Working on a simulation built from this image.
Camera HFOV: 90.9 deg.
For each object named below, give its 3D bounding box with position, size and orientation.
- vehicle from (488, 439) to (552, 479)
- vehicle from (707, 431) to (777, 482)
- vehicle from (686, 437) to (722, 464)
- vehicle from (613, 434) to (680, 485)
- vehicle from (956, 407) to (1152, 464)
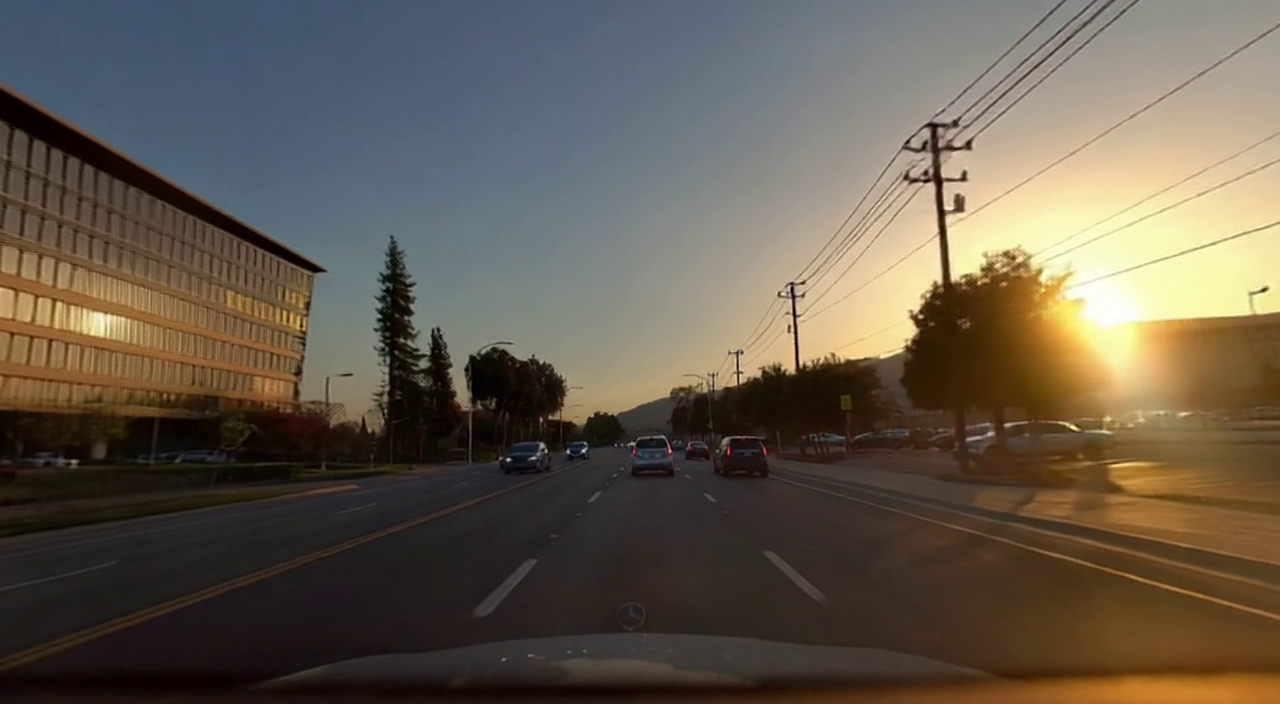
[{"bbox_3d":[-5.921,5.342,31.700,2.193,1.802,4.946,0,-8,1],"label":"vehicle"},{"bbox_3d":[3.678,3.850,23.477,1.914,1.698,4.049,0,-8,0],"label":"vehicle"},{"bbox_3d":[4.382,6.820,43.772,2.024,1.711,4.512,0,-8,1],"label":"vehicle"},{"bbox_3d":[0.241,3.883,23.019,2.200,1.653,4.127,0,-8,1],"label":"vehicle"},{"bbox_3d":[15.417,3.214,23.897,5.731,1.720,2.822,-9,-10,31],"label":"vehicle"}]
